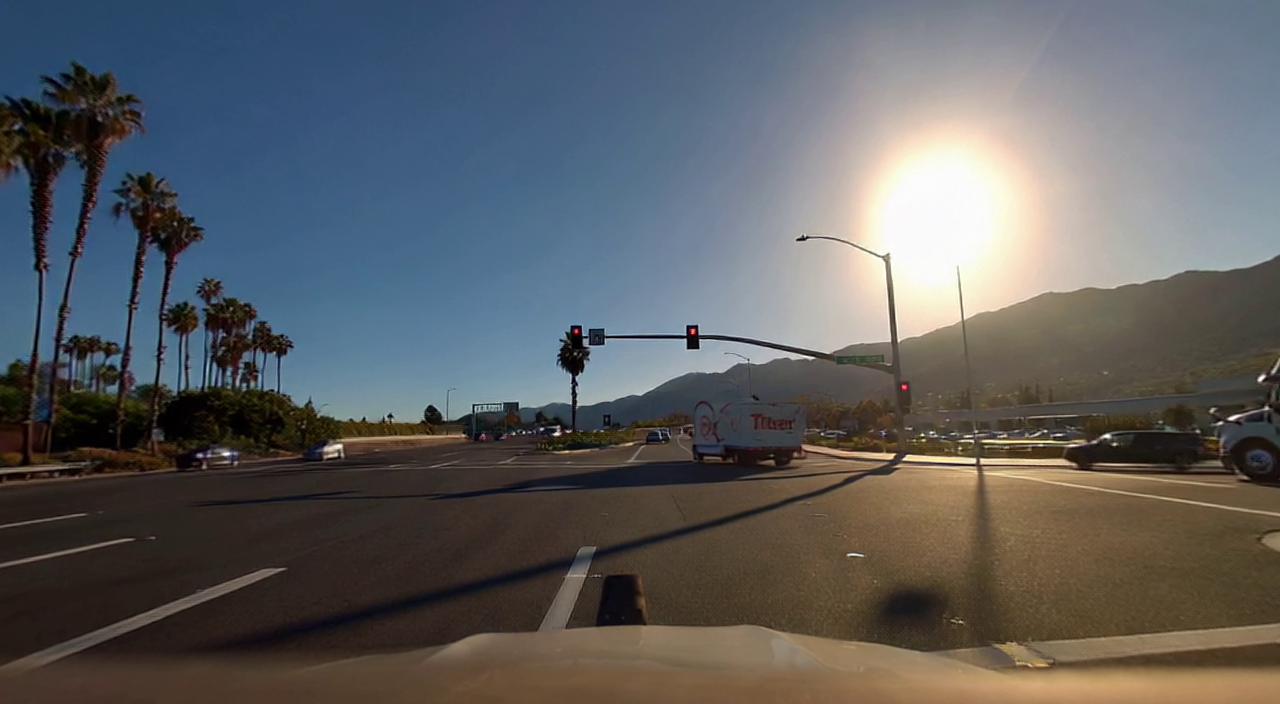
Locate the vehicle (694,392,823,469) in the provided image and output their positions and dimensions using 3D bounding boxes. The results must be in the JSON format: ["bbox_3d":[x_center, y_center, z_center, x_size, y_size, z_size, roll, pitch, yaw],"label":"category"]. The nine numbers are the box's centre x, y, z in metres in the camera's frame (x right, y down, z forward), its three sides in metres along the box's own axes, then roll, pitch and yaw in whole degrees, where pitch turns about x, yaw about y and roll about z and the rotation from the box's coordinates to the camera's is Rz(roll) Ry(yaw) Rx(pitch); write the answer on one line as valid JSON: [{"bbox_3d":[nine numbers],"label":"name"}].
[{"bbox_3d":[5.741,4.100,32.095,3.237,3.414,7.088,3,-9,-20],"label":"vehicle"}]

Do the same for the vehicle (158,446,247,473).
[{"bbox_3d":[-26.225,6.437,37.875,1.868,1.469,4.746,0,-9,1],"label":"vehicle"}]

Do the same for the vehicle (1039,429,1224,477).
[{"bbox_3d":[16.592,3.443,21.503,4.508,1.493,1.907,-3,-9,19],"label":"vehicle"}]
